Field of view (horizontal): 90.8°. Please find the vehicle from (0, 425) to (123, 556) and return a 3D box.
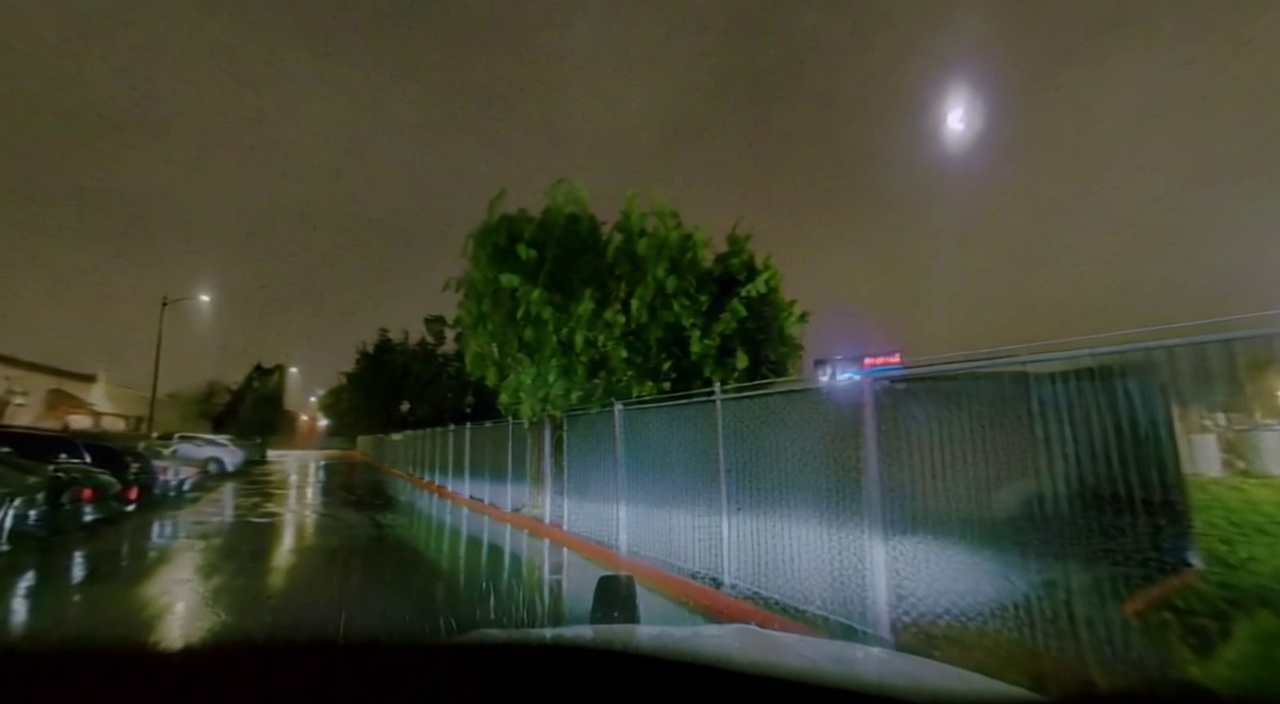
[{"bbox_3d":[-10.297,1.897,8.786,4.304,1.718,1.936,4,-9,-23],"label":"vehicle"}]
